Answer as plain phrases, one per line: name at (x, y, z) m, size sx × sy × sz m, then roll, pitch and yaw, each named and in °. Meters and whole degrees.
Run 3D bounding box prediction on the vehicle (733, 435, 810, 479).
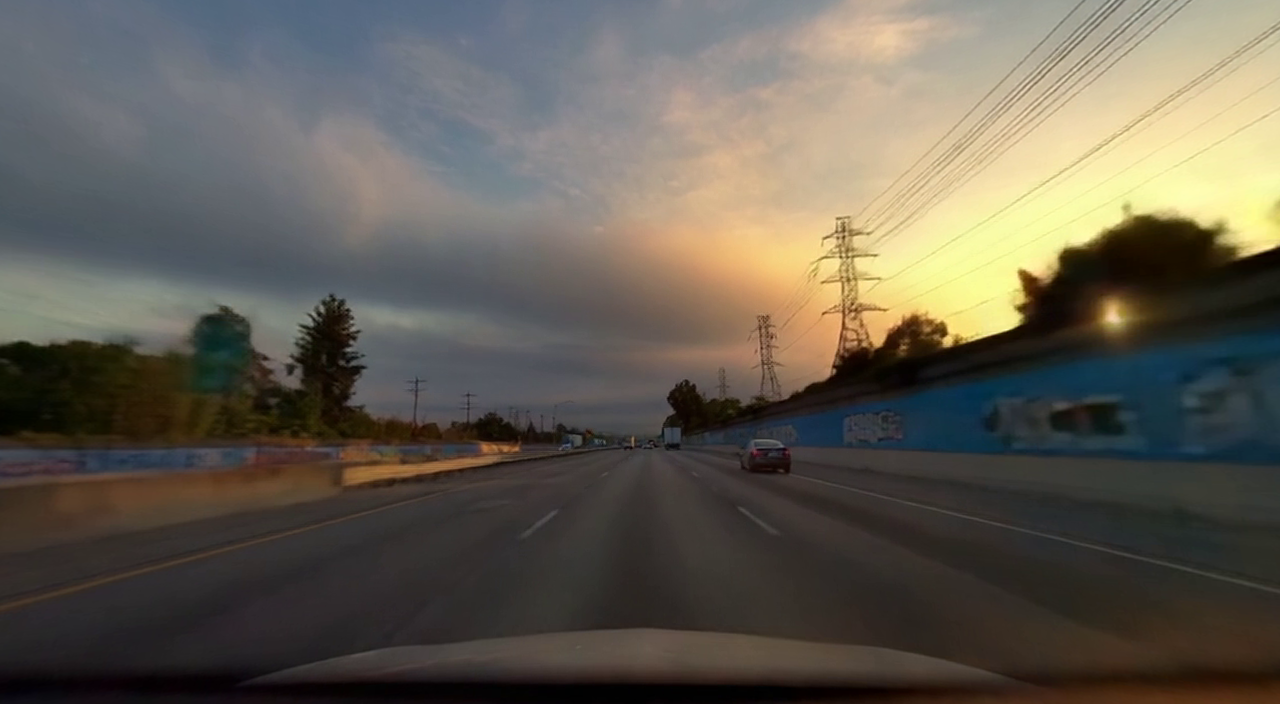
vehicle at (4.851, 3.937, 23.811) m, size 1.991 × 1.494 × 3.951 m, roll 0°, pitch -8°, yaw -1°
